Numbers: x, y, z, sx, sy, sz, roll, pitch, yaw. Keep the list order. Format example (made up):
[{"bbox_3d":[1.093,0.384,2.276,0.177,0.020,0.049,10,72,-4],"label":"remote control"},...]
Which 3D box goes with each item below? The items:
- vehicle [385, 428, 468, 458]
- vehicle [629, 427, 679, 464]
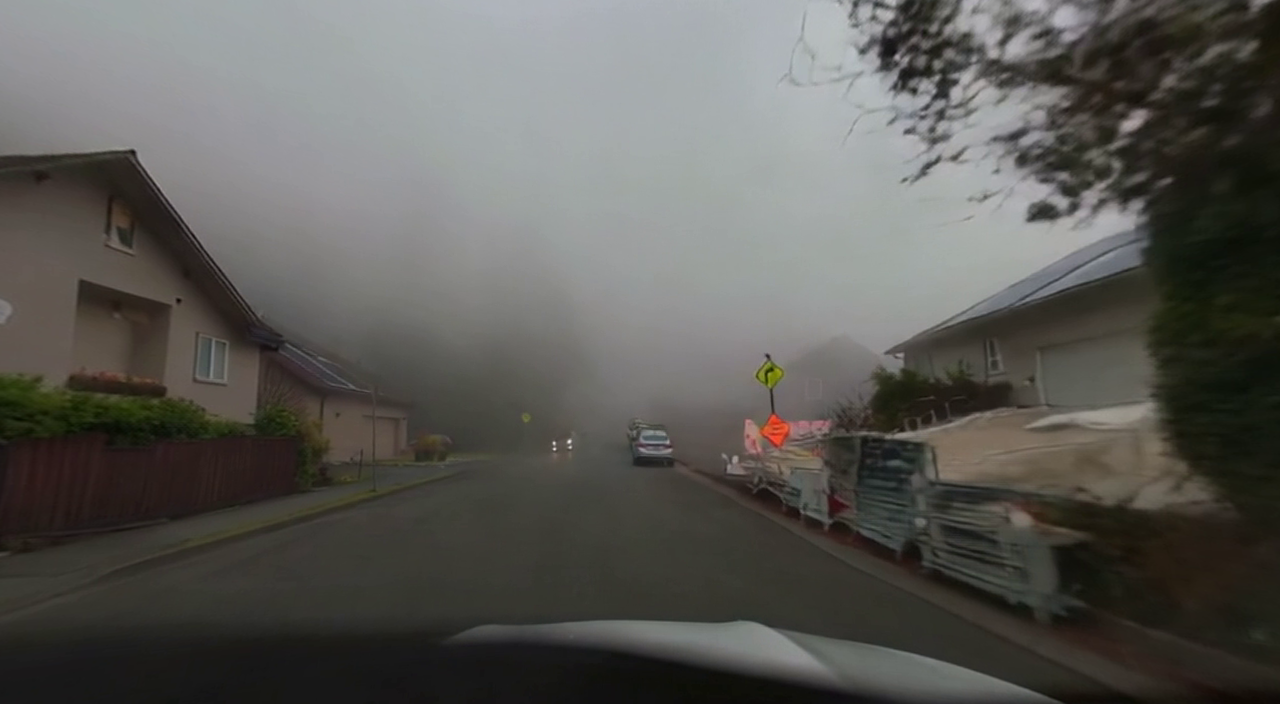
[{"bbox_3d":[-12.851,5.518,38.171,4.205,1.745,2.121,0,-8,1],"label":"vehicle"},{"bbox_3d":[0.530,4.006,27.138,1.998,1.494,3.927,0,-8,0],"label":"vehicle"}]
